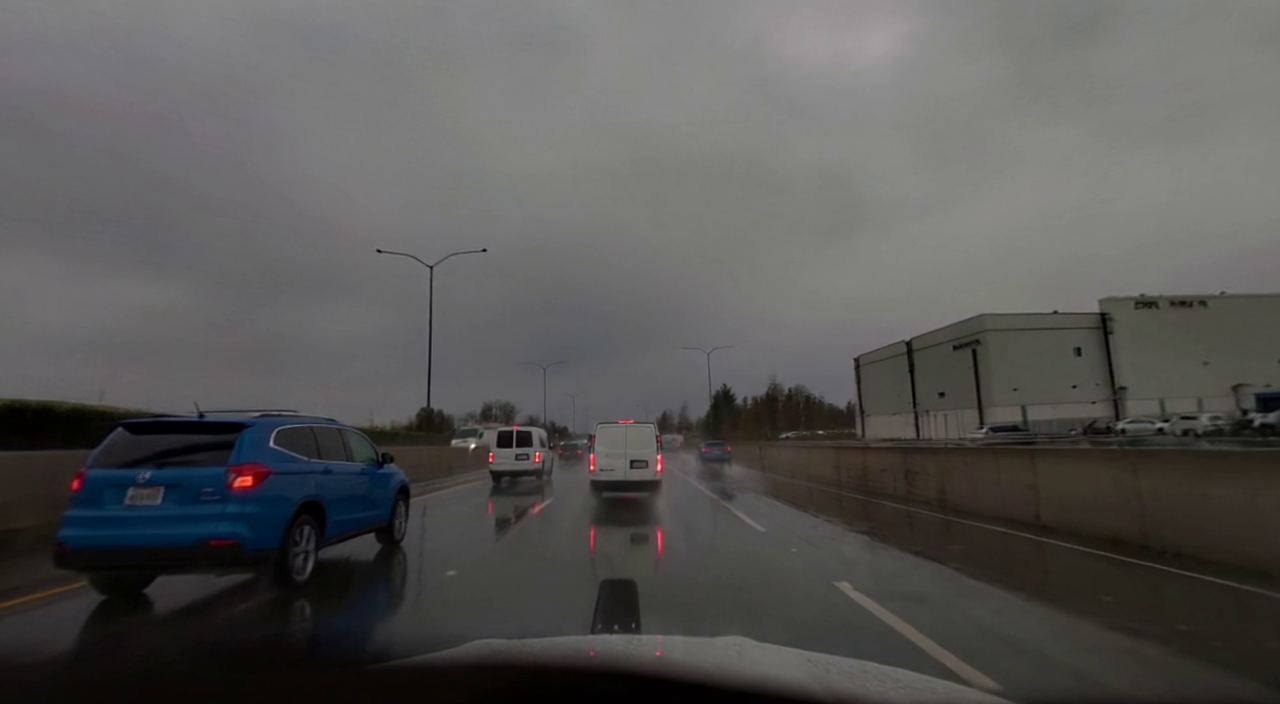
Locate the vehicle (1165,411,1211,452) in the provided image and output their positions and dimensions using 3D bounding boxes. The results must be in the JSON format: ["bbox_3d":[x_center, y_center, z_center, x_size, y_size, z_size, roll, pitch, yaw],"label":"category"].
[{"bbox_3d":[30.841,4.506,35.467,1.480,2.238,1.864,-6,-10,32],"label":"vehicle"}]

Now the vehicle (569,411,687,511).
[{"bbox_3d":[-0.292,2.454,14.605,2.304,1.925,4.282,0,-8,-1],"label":"vehicle"}]

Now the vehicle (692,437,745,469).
[{"bbox_3d":[3.836,4.996,31.344,1.999,1.494,3.833,0,-8,-2],"label":"vehicle"}]

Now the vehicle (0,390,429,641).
[{"bbox_3d":[-3.912,1.432,6.575,1.972,1.703,4.333,0,-8,-1],"label":"vehicle"}]

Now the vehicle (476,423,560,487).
[{"bbox_3d":[-4.019,3.456,21.455,2.038,1.936,4.300,0,-8,-1],"label":"vehicle"}]
